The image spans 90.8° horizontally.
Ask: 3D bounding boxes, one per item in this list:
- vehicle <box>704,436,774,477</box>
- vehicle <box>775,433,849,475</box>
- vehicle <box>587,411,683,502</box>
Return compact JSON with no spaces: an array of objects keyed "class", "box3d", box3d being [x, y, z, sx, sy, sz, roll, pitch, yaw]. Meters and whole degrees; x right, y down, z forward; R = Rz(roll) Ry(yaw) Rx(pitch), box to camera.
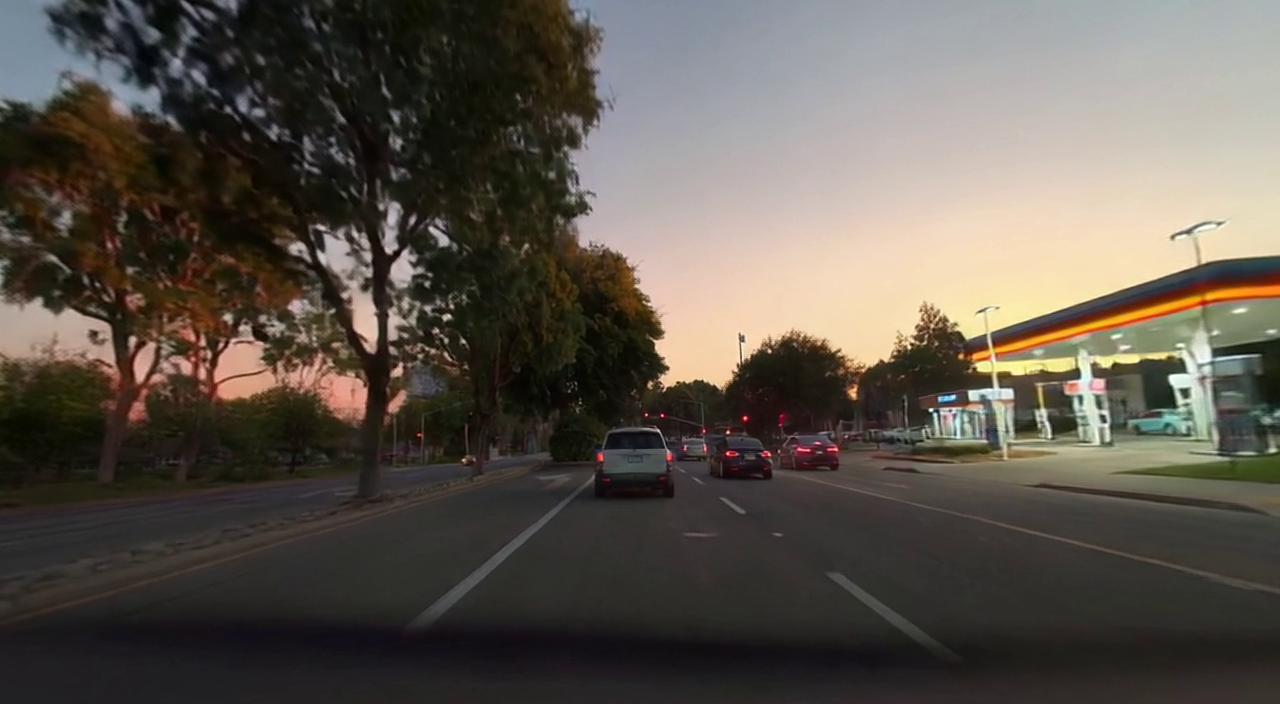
[{"class":"vehicle","box3d":[3.794,4.095,25.015,1.940,1.474,4.234,0,-8,-2]},{"class":"vehicle","box3d":[7.021,4.195,26.224,1.793,1.585,4.130,0,-8,-1]},{"class":"vehicle","box3d":[-0.139,2.588,15.967,2.038,1.917,4.900,0,-8,-1]}]
